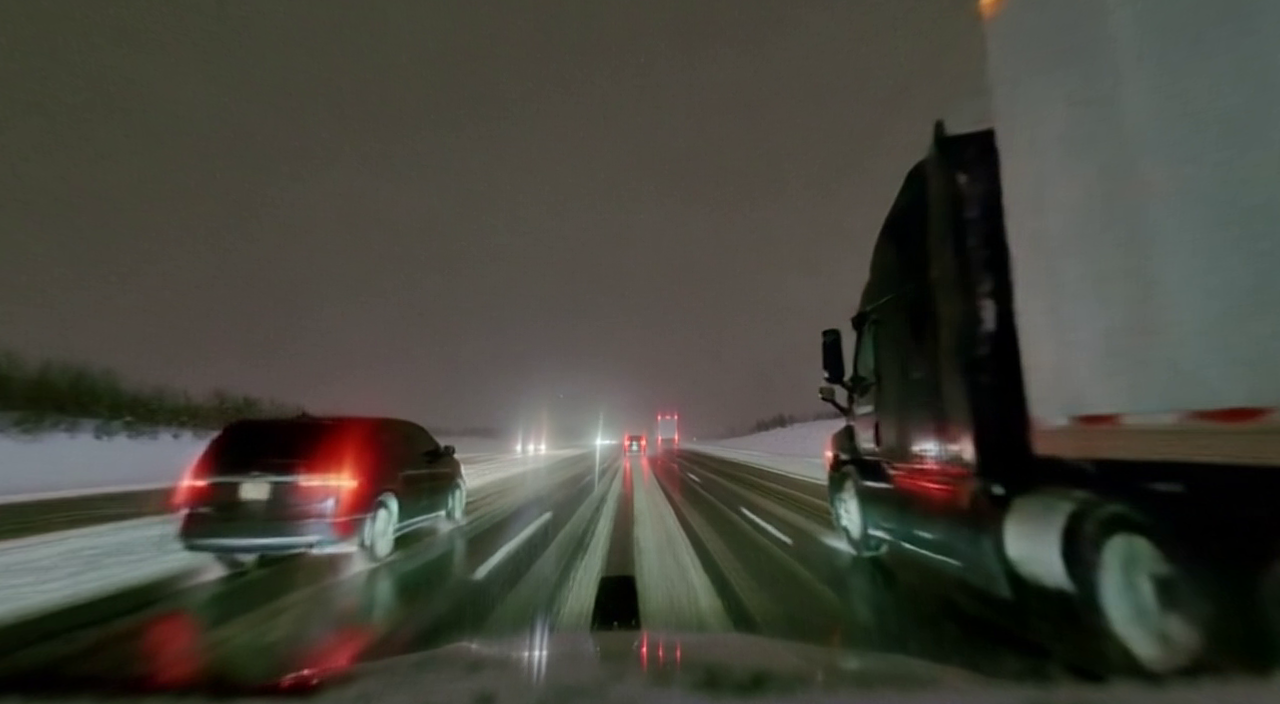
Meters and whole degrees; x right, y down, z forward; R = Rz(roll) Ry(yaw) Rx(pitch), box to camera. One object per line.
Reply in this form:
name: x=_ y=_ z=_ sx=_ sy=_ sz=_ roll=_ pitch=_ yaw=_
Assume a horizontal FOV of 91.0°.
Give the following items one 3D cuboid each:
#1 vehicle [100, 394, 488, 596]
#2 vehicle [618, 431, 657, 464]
vehicle: x=-3.612 y=1.586 z=7.875 sx=2.326 sy=1.761 sz=4.450 roll=0 pitch=-8 yaw=0
vehicle: x=-0.206 y=6.390 z=42.288 sx=2.456 sy=2.007 sz=4.728 roll=0 pitch=-8 yaw=-2
